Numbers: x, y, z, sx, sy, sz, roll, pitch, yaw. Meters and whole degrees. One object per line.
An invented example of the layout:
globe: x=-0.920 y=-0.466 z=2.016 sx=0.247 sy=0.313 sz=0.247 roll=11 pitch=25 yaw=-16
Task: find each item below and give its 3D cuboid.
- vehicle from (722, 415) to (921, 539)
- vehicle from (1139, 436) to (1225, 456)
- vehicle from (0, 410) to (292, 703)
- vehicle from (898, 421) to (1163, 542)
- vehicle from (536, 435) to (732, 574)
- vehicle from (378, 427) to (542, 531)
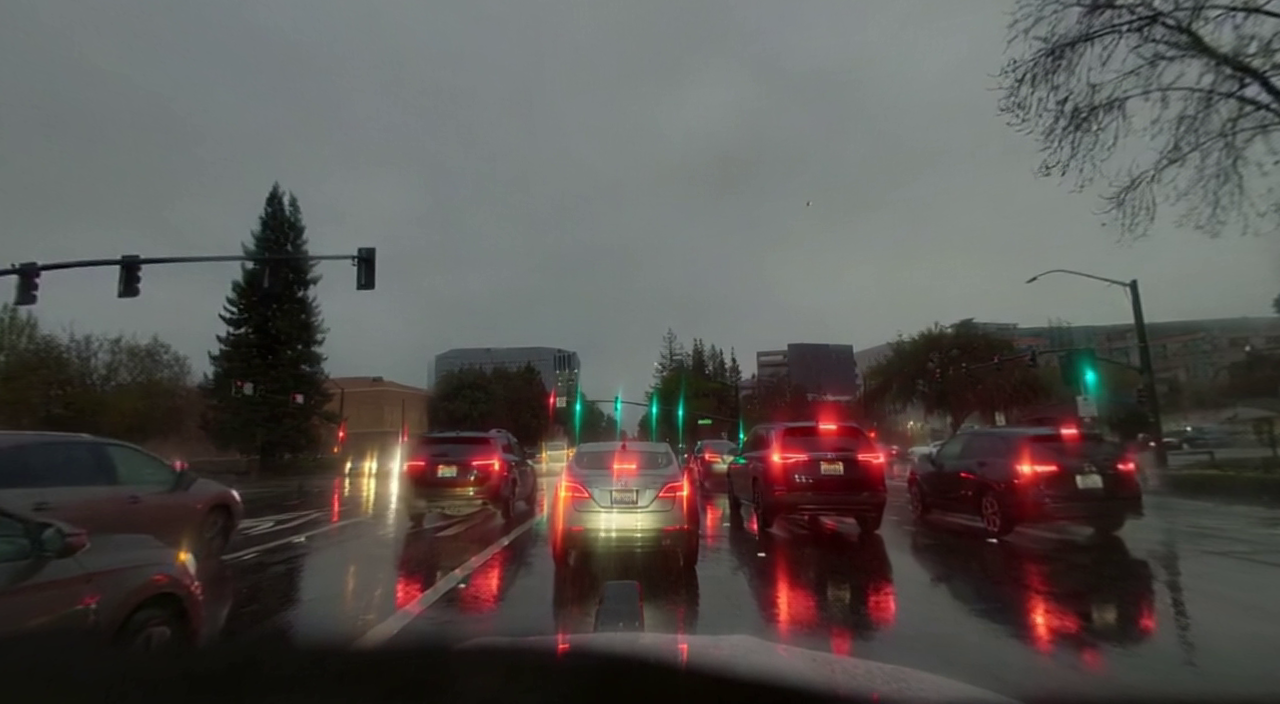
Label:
vehicle: x=2.921 y=2.141 z=11.434 sx=2.138 sy=1.778 sz=4.422 roll=0 pitch=-8 yaw=-2
vehicle: x=40.060 y=6.924 z=46.738 sx=4.644 sy=1.430 sz=1.781 roll=0 pitch=-9 yaw=-1
vehicle: x=-3.189 y=0.861 z=1.630 sx=2.045 sy=1.463 sz=4.490 roll=0 pitch=-8 yaw=-1
vehicle: x=6.474 y=2.169 z=11.220 sx=1.945 sy=1.706 sz=4.190 roll=0 pitch=-8 yaw=-1
vehicle: x=-0.111 y=1.936 z=8.826 sx=2.098 sy=1.461 sz=3.958 roll=0 pitch=-8 yaw=-1
vehicle: x=-3.354 y=2.451 z=12.763 sx=2.033 sy=1.714 sz=4.278 roll=0 pitch=-8 yaw=0
